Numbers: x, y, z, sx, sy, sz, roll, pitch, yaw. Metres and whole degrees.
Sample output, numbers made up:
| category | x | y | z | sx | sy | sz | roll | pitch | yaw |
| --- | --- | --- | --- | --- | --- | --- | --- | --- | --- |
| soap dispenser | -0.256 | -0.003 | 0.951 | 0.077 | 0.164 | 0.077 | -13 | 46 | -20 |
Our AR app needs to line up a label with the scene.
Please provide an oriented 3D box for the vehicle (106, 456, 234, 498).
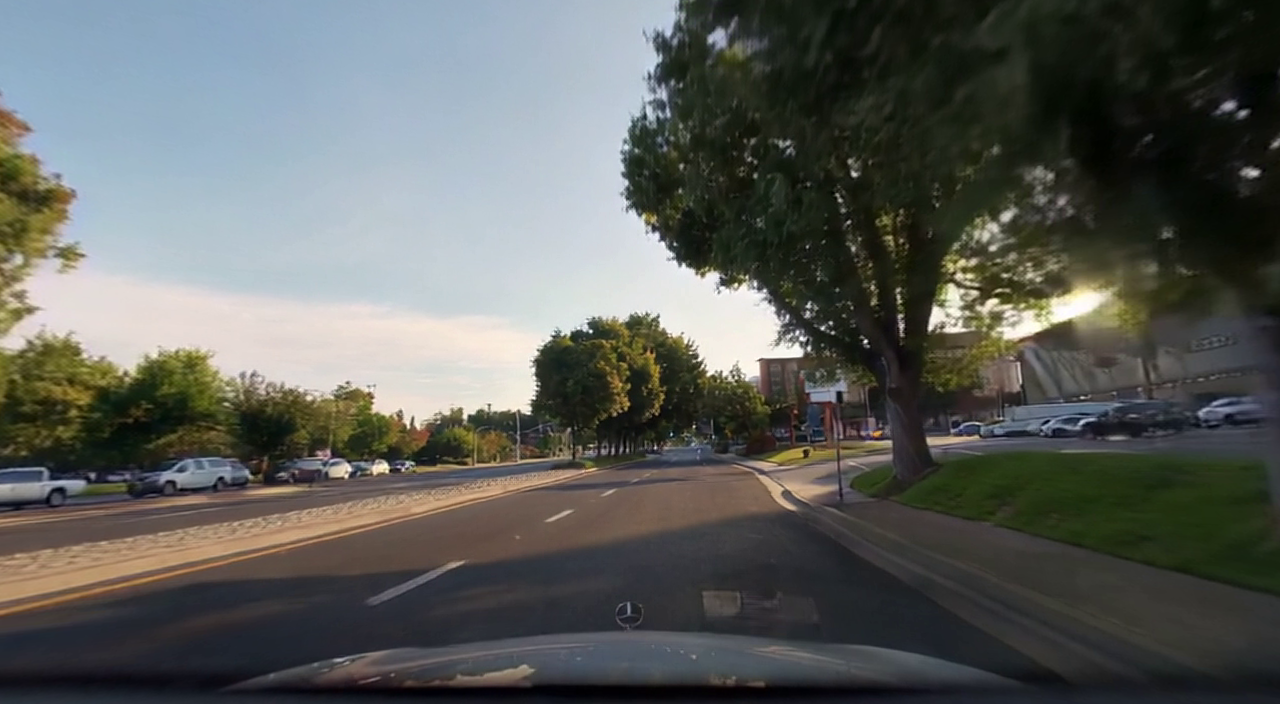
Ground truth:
| category | x | y | z | sx | sy | sz | roll | pitch | yaw |
| --- | --- | --- | --- | --- | --- | --- | --- | --- | --- |
| vehicle | -22.744 | 6.064 | 30.851 | 1.967 | 1.683 | 5.223 | -6 | -10 | 6 |

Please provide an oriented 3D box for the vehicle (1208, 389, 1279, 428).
| category | x | y | z | sx | sy | sz | roll | pitch | yaw |
| --- | --- | --- | --- | --- | --- | --- | --- | --- | --- |
| vehicle | 25.232 | 2.277 | 25.646 | 3.327 | 1.369 | 1.514 | -1 | -9 | -19 |

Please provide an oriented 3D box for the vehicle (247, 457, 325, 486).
| category | x | y | z | sx | sy | sz | roll | pitch | yaw |
| --- | --- | --- | --- | --- | --- | --- | --- | --- | --- |
| vehicle | -21.833 | 7.383 | 39.102 | 1.918 | 1.503 | 4.632 | -6 | -10 | 5 |

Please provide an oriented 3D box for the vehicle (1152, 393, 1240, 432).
| category | x | y | z | sx | sy | sz | roll | pitch | yaw |
| --- | --- | --- | --- | --- | --- | --- | --- | --- | --- |
| vehicle | 25.451 | 2.770 | 28.858 | 3.335 | 1.398 | 1.535 | -2 | -10 | -23 |
